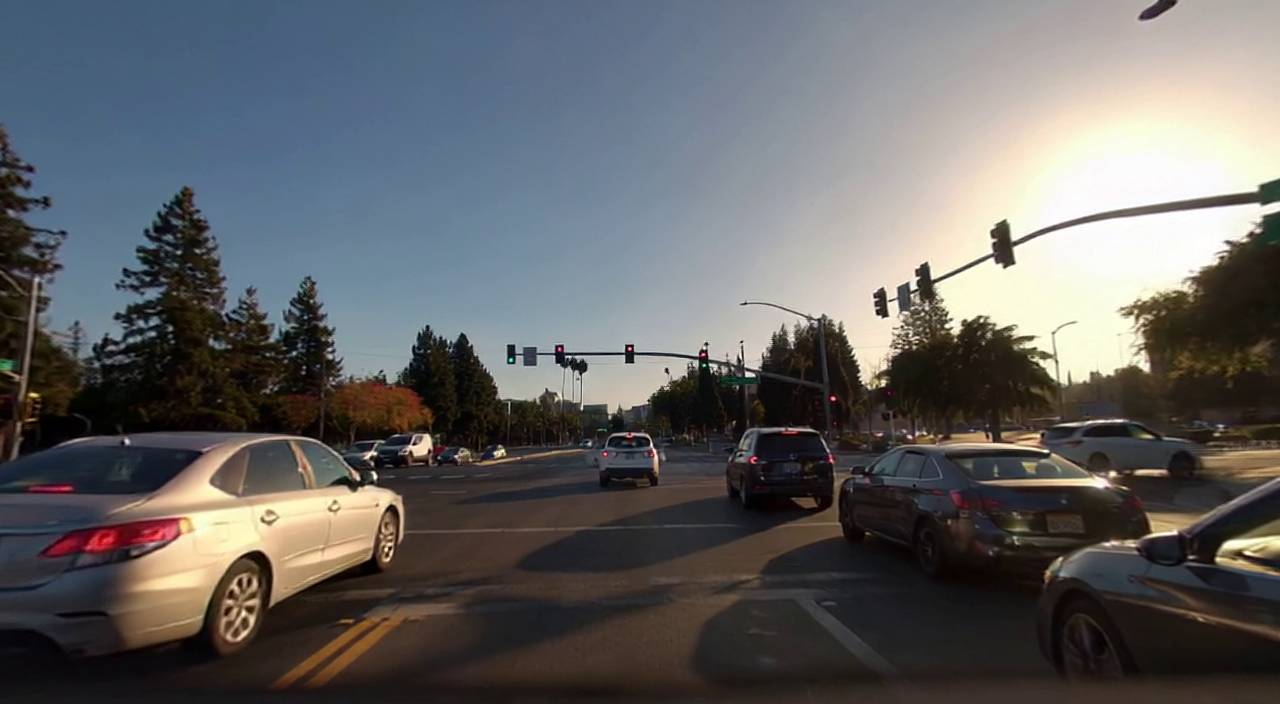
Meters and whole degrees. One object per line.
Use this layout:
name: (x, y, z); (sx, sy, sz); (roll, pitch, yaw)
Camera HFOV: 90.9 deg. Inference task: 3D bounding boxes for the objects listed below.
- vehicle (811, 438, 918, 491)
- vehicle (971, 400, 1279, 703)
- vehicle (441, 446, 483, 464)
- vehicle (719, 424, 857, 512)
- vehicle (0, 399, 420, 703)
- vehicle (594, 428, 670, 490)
vehicle: (6.643, 3.345, 19.141); (1.847, 1.432, 4.039); (0, -8, 2)
vehicle: (3.113, 0.856, 1.832); (1.960, 1.460, 4.233); (0, -8, -1)
vehicle: (-13.974, 8.089, 49.756); (1.926, 1.325, 4.162); (-1, -8, 3)
vehicle: (3.202, 2.611, 14.705); (2.097, 1.707, 4.461); (0, -8, -1)
vehicle: (-3.544, 1.284, 5.046); (1.941, 1.492, 4.399); (0, -8, 1)
vehicle: (-0.209, 3.394, 20.268); (2.215, 1.749, 3.976); (0, -8, 1)
